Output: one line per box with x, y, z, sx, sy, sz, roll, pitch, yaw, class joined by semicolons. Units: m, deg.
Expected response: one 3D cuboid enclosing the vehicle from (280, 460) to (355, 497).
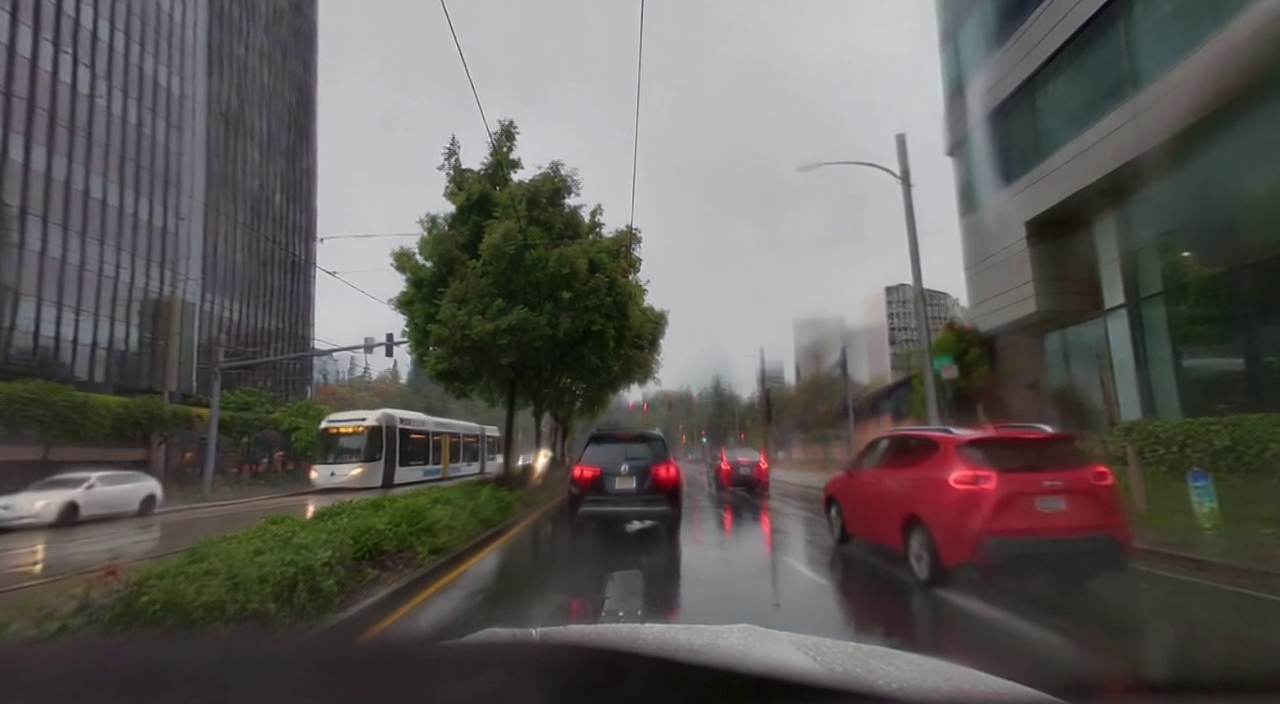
-18.692;7.320;36.946;1.933;1.919;4.913;0;-9;-2;vehicle

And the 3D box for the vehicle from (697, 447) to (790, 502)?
3.064;3.720;19.669;1.993;1.480;4.324;0;-9;-2;vehicle

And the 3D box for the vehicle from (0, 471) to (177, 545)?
-14.898;3.927;16.479;2.077;1.458;4.718;0;-9;0;vehicle

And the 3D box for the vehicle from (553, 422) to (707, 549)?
-0.210;2.225;11.174;2.178;1.779;4.255;0;-9;-2;vehicle

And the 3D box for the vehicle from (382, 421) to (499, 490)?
-10.926;5.834;36.162;3.053;3.359;10.539;0;-9;1;vehicle

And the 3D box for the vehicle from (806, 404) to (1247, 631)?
3.578;1.612;7.218;2.029;1.717;4.624;0;-9;-1;vehicle
